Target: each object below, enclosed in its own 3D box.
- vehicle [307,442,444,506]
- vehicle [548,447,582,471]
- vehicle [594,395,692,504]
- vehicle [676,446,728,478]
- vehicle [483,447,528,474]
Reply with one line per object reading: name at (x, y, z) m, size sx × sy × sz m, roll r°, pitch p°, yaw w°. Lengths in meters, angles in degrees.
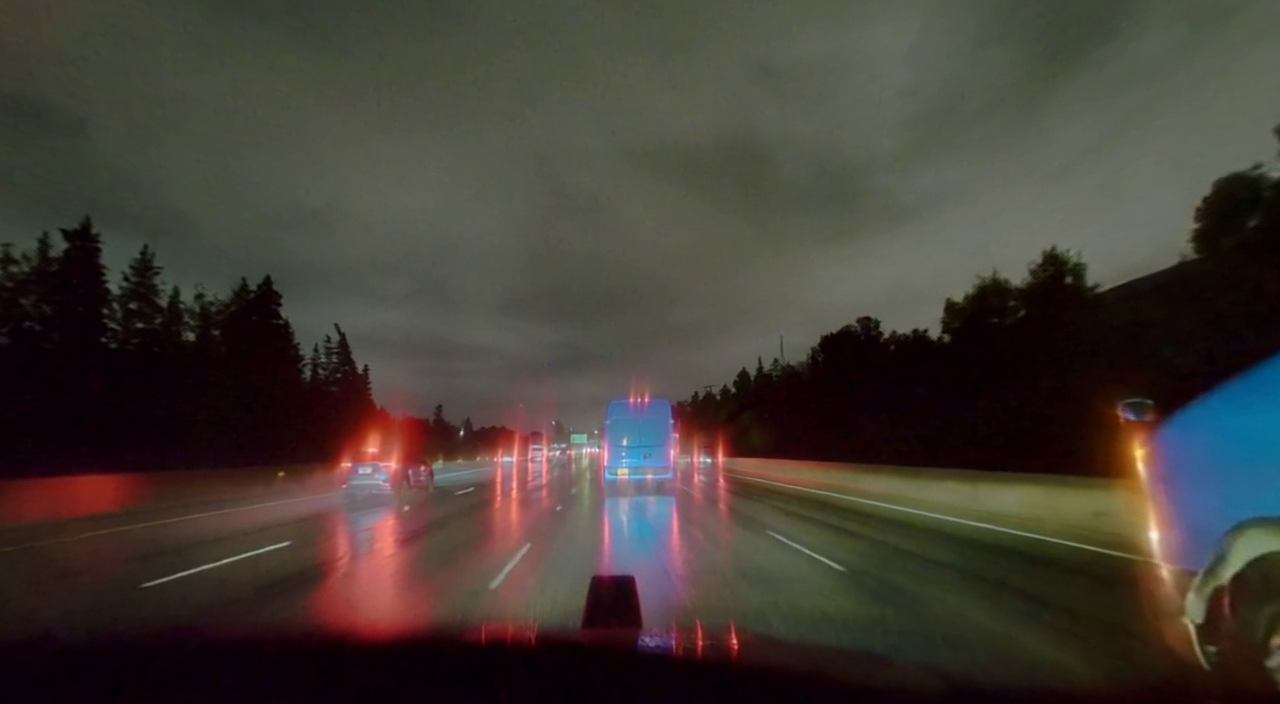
vehicle at (-7.115, 3.301, 17.427) m, size 2.003 × 1.498 × 4.386 m, roll 0°, pitch -9°, yaw -2°
vehicle at (-4.980, 7.148, 42.083) m, size 2.002 × 1.536 × 4.021 m, roll 0°, pitch -9°, yaw -4°
vehicle at (-0.109, 2.680, 17.370) m, size 2.268 × 2.551 × 5.144 m, roll 0°, pitch -9°, yaw -4°
vehicle at (3.055, 5.548, 31.997) m, size 2.015 × 1.491 × 4.732 m, roll 0°, pitch -9°, yaw -2°
vehicle at (-8.070, 6.552, 37.940) m, size 2.026 × 1.506 × 4.102 m, roll 0°, pitch -9°, yaw -4°
